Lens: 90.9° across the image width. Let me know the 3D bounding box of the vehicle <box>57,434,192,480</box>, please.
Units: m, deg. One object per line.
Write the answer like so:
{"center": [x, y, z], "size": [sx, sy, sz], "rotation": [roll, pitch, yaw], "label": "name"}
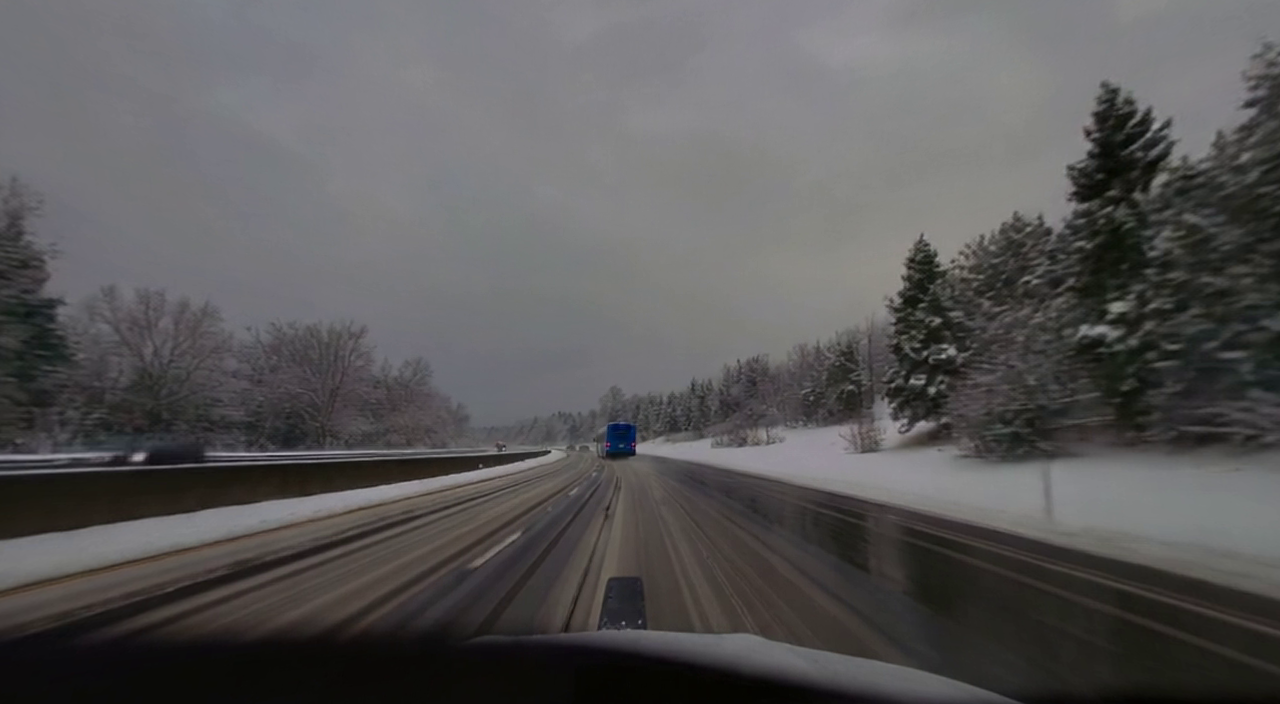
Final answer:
{"center": [-19.631, 4.025, 24.260], "size": [1.810, 1.612, 4.003], "rotation": [0, -9, -1], "label": "vehicle"}
